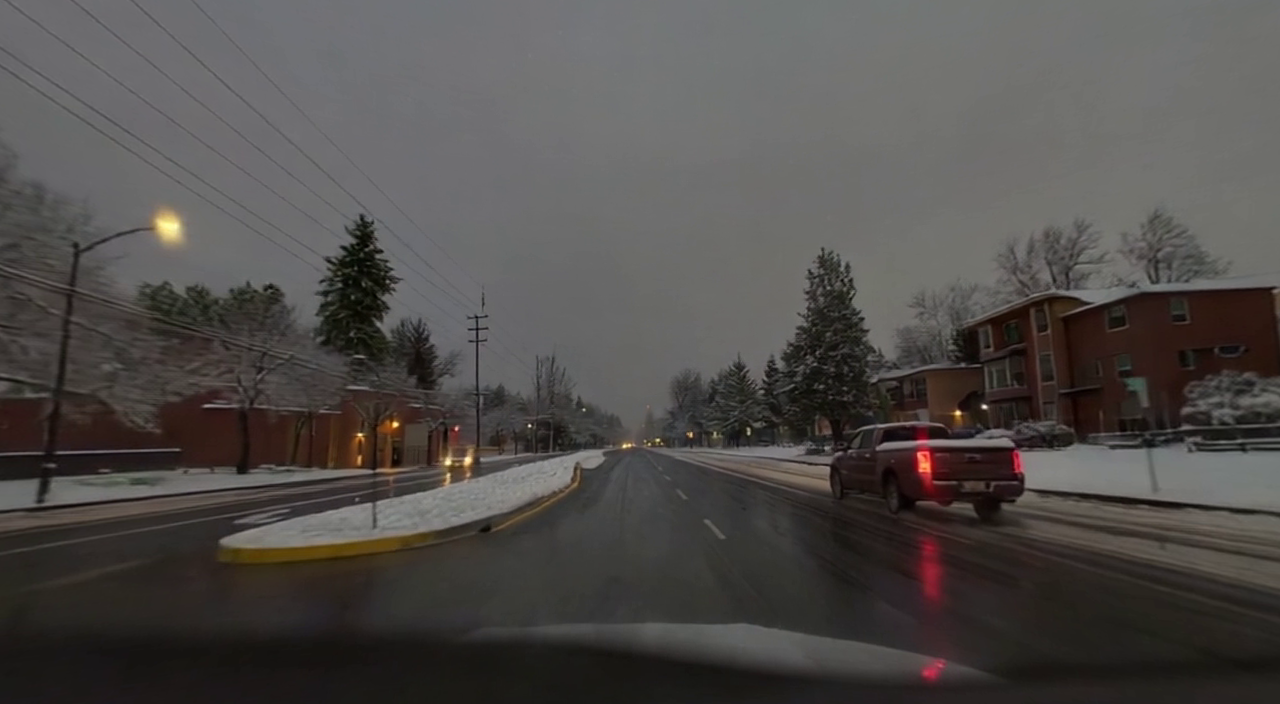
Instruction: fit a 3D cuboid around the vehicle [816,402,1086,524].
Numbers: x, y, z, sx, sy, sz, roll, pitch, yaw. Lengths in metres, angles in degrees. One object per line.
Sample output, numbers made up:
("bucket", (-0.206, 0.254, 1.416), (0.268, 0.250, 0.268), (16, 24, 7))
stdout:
("vehicle", (5.913, 2.268, 13.374), (2.493, 1.956, 6.125), (0, -9, -1))
